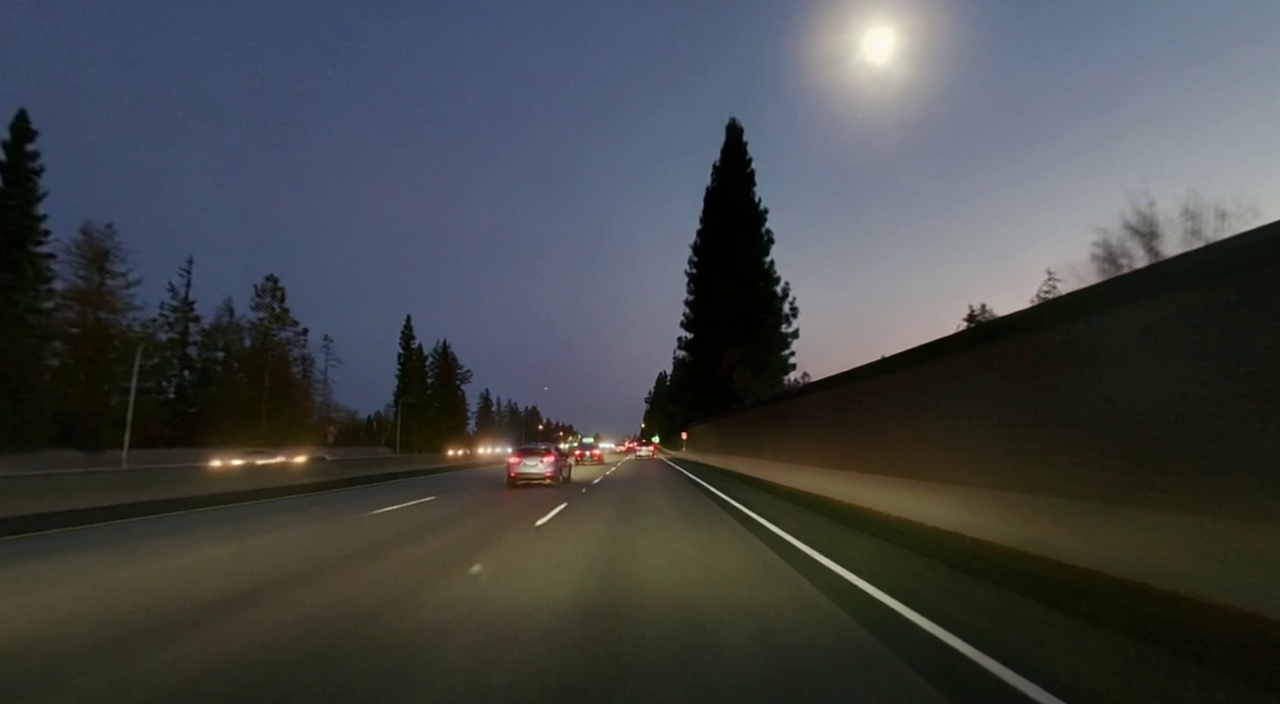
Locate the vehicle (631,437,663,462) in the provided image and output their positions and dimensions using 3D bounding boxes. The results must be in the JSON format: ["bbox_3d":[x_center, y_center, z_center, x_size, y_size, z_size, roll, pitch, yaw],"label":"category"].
[{"bbox_3d":[0.499,7.201,46.477,2.285,1.797,4.478,0,-8,0],"label":"vehicle"}]

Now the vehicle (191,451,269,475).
[{"bbox_3d":[-27.604,7.452,42.500,1.872,1.481,4.867,0,-8,2],"label":"vehicle"}]

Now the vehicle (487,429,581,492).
[{"bbox_3d":[-3.099,3.280,19.306,2.056,1.679,4.204,0,-8,1],"label":"vehicle"}]

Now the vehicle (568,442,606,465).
[{"bbox_3d":[-3.428,6.668,41.479,2.055,1.431,3.921,0,-8,1],"label":"vehicle"}]

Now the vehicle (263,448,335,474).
[{"bbox_3d":[-20.988,6.708,38.859,1.797,1.472,4.619,0,-8,1],"label":"vehicle"}]
